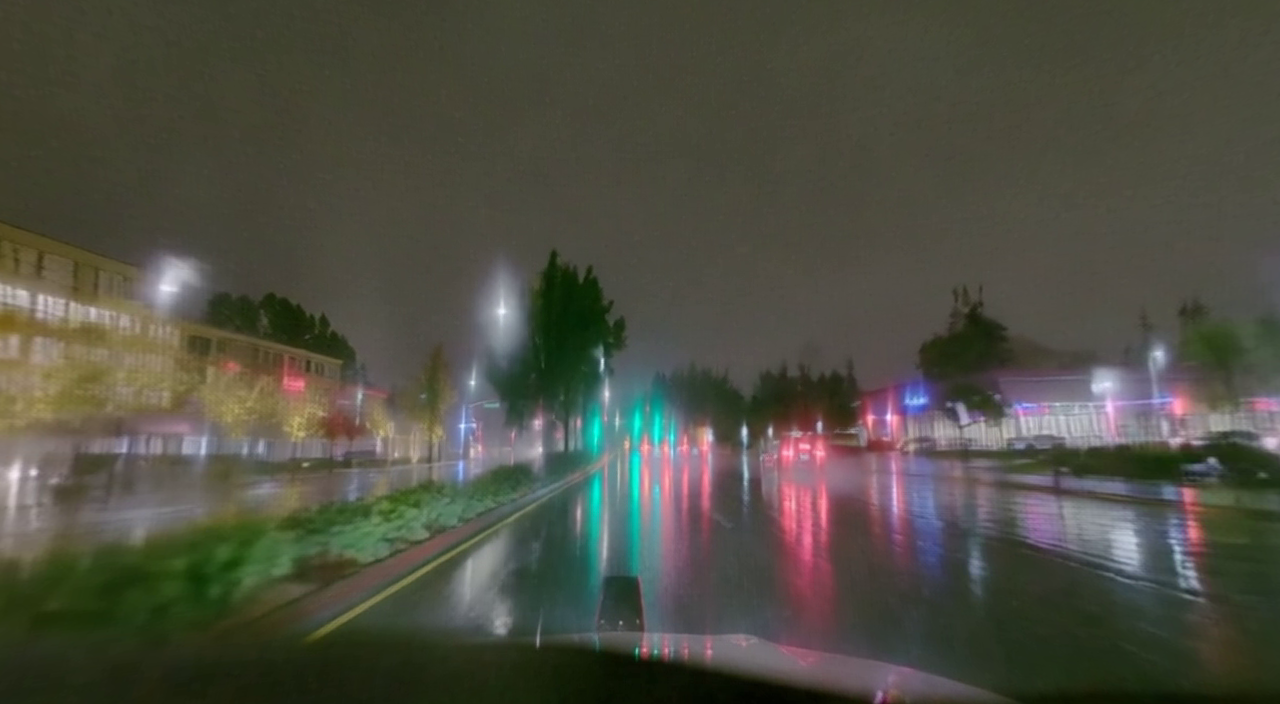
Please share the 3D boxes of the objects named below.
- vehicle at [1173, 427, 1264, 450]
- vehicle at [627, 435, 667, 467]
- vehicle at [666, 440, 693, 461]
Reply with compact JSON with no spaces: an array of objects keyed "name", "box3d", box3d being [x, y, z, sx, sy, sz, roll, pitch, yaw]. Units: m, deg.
[{"name":"vehicle","box3d":[39.024,5.832,42.761,1.853,1.422,4.585,0,-7,0]},{"name":"vehicle","box3d":[0.400,5.530,35.429,2.100,1.683,4.231,0,-8,1]},{"name":"vehicle","box3d":[2.878,7.313,47.040,1.685,1.441,3.795,0,-8,-1]}]
